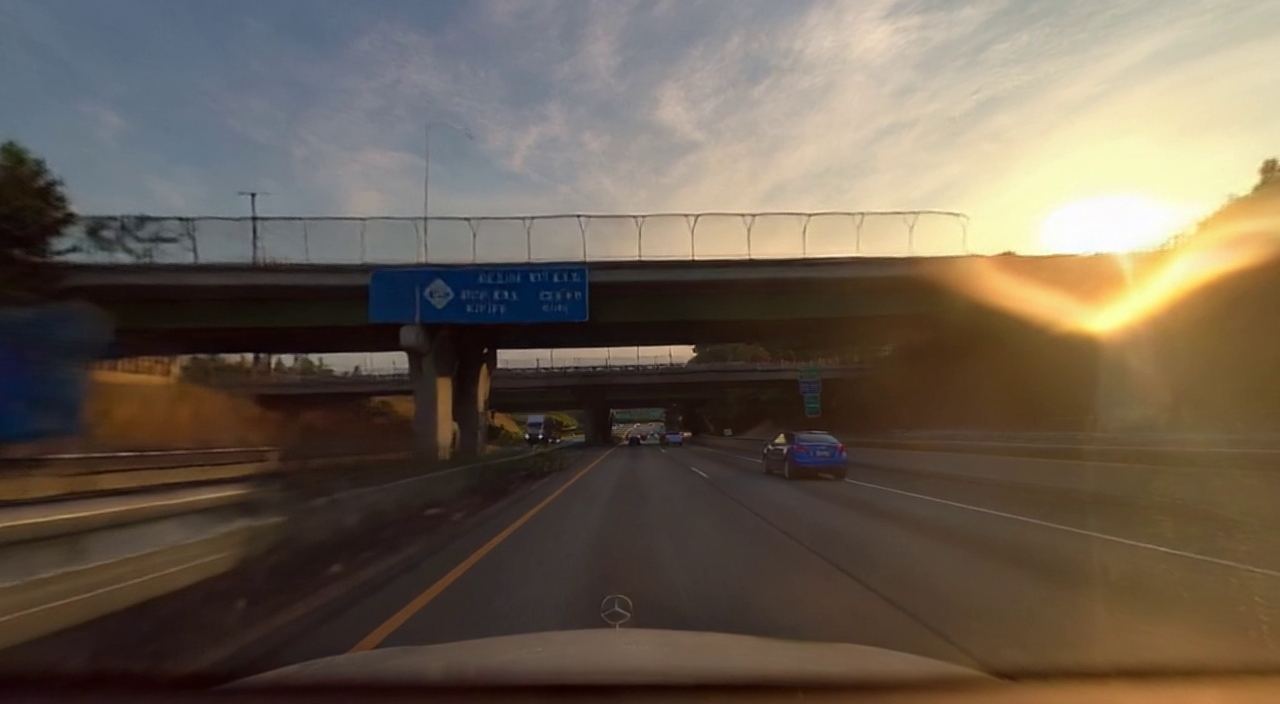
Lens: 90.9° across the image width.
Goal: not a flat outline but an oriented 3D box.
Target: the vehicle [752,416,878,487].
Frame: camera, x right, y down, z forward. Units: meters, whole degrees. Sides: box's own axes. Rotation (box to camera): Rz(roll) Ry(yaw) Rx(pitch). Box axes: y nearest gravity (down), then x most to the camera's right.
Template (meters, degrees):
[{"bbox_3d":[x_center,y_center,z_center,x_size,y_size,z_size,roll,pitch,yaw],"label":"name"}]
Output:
[{"bbox_3d":[4.466,2.611,16.805,2.073,1.651,4.065,0,-8,-2],"label":"vehicle"}]
